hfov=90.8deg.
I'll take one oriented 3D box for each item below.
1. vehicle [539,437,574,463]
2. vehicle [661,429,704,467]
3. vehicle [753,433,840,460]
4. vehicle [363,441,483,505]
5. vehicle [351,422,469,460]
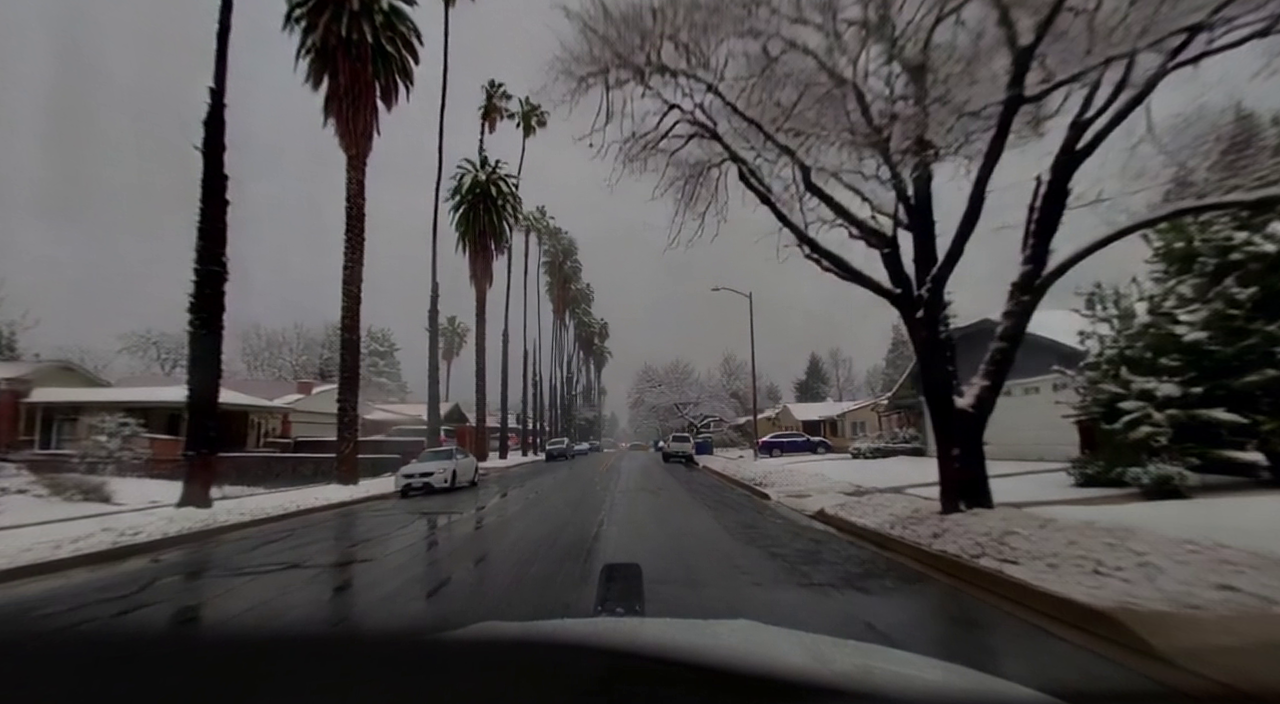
[{"bbox_3d":[-6.127,7.222,46.862,2.147,1.823,4.725,0,-7,-3],"label":"vehicle"},{"bbox_3d":[2.468,5.775,38.040,2.184,2.038,6.212,0,-8,0],"label":"vehicle"},{"bbox_3d":[9.099,5.554,36.982,4.643,1.520,1.826,0,-8,1],"label":"vehicle"},{"bbox_3d":[-5.899,3.295,17.807,1.949,1.511,4.466,0,-8,-2],"label":"vehicle"},{"bbox_3d":[-12.165,4.769,33.786,5.340,1.948,2.398,0,-9,-1],"label":"vehicle"}]
